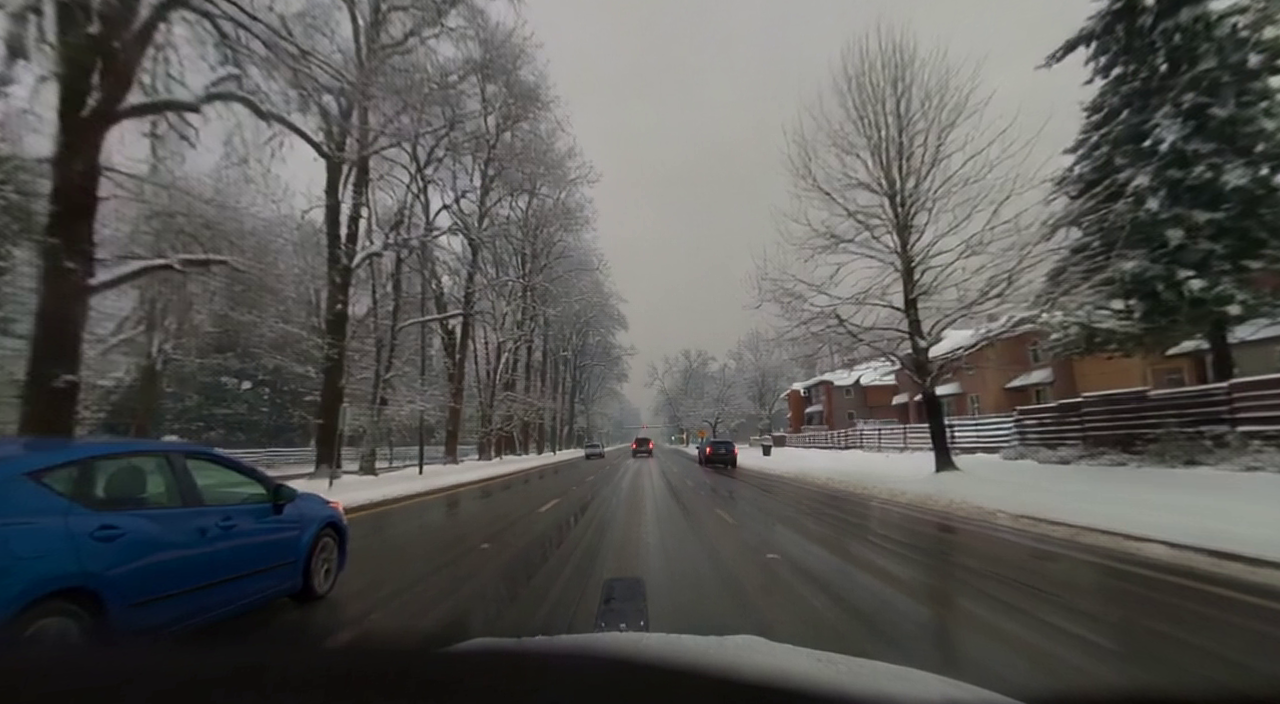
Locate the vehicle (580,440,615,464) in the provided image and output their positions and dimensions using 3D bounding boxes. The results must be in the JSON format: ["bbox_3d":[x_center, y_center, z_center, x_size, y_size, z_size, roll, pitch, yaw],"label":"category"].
[{"bbox_3d":[-2.847,6.767,42.753,1.940,1.473,4.133,0,-8,2],"label":"vehicle"}]

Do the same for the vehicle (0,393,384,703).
[{"bbox_3d":[-3.569,1.074,3.518,2.091,1.503,4.989,0,-8,1],"label":"vehicle"}]

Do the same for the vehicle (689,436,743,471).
[{"bbox_3d":[3.854,5.232,32.705,2.182,1.688,4.187,0,-8,-1],"label":"vehicle"}]
